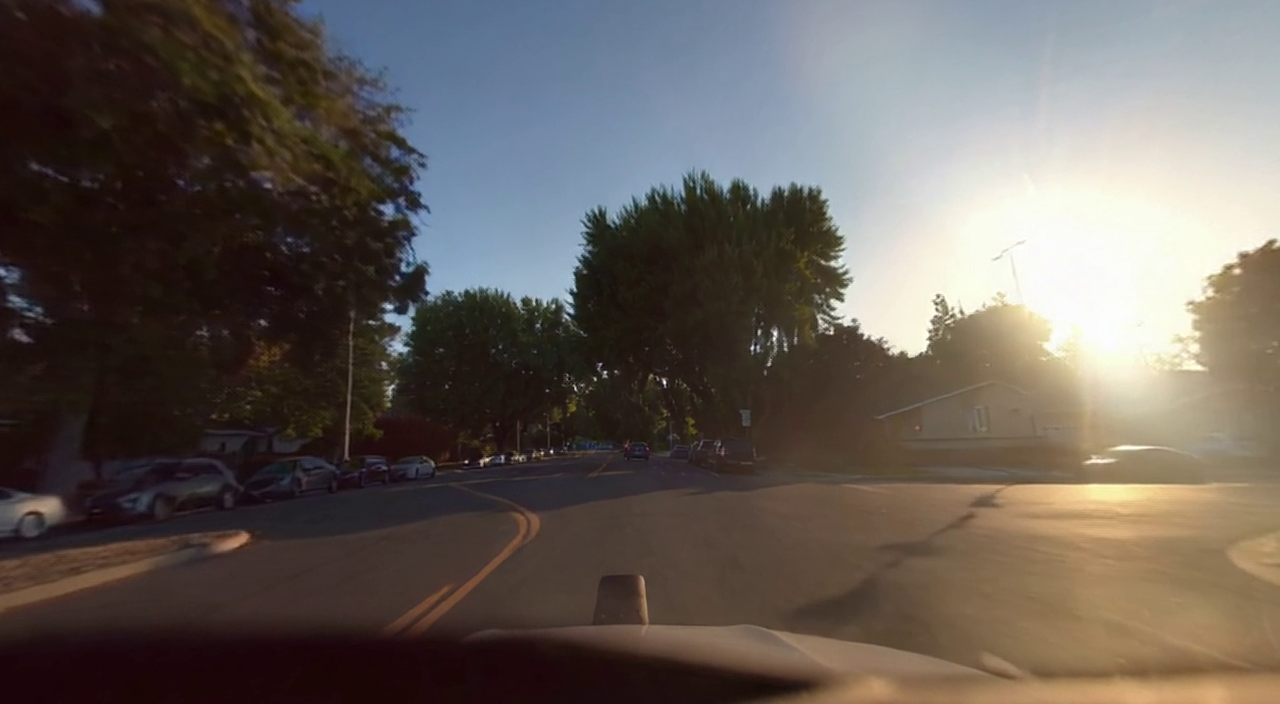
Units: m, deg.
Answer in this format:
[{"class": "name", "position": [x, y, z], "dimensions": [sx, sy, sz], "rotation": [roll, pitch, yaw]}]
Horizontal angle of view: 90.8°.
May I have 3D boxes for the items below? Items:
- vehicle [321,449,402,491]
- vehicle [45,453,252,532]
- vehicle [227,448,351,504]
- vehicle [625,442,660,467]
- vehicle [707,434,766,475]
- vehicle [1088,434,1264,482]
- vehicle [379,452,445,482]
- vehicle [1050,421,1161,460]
[{"class": "vehicle", "position": [-12.790, 5.396, 29.344], "dimensions": [1.917, 1.739, 4.461], "rotation": [0, -9, -3]}, {"class": "vehicle", "position": [-12.734, 3.604, 16.849], "dimensions": [1.938, 1.738, 4.516], "rotation": [0, -9, -2]}, {"class": "vehicle", "position": [-12.673, 4.458, 23.280], "dimensions": [1.904, 1.805, 5.100], "rotation": [0, -9, -4]}, {"class": "vehicle", "position": [0.105, 6.309, 39.065], "dimensions": [2.022, 1.471, 3.973], "rotation": [0, -9, -2]}, {"class": "vehicle", "position": [5.055, 5.409, 33.771], "dimensions": [2.195, 2.000, 4.789], "rotation": [1, -8, -3]}, {"class": "vehicle", "position": [18.463, 3.663, 21.930], "dimensions": [4.240, 1.560, 1.929], "rotation": [0, -9, 2]}, {"class": "vehicle", "position": [-12.649, 6.400, 35.363], "dimensions": [1.835, 1.488, 4.696], "rotation": [0, -9, 1]}, {"class": "vehicle", "position": [23.508, 4.528, 32.208], "dimensions": [1.990, 1.816, 4.755], "rotation": [0, -9, 0]}]
